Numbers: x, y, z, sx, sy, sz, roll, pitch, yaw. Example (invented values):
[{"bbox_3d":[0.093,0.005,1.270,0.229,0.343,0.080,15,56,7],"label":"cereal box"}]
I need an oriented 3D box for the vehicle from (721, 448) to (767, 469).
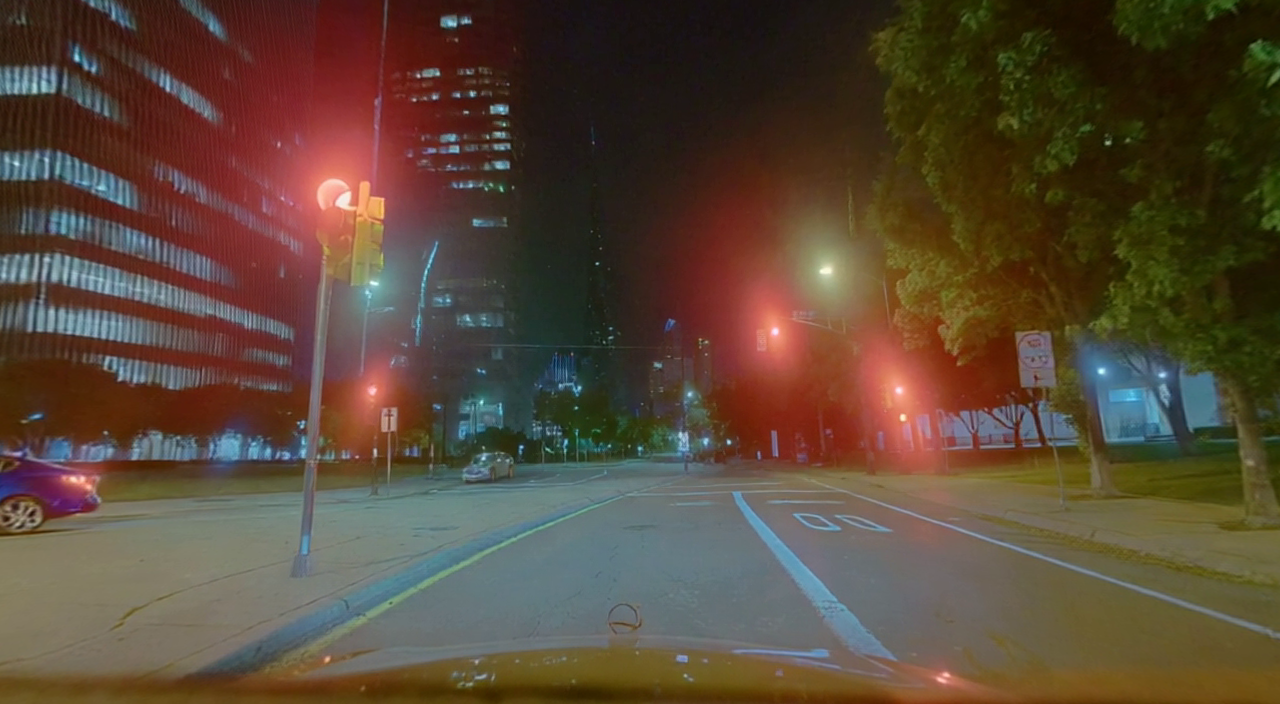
[{"bbox_3d":[7.868,8.125,48.415,1.829,1.440,4.384,2,-9,-14],"label":"vehicle"}]

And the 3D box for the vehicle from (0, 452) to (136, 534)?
[{"bbox_3d":[-12.853,2.716,12.272,4.598,1.490,1.816,7,-11,-40],"label":"vehicle"}]
